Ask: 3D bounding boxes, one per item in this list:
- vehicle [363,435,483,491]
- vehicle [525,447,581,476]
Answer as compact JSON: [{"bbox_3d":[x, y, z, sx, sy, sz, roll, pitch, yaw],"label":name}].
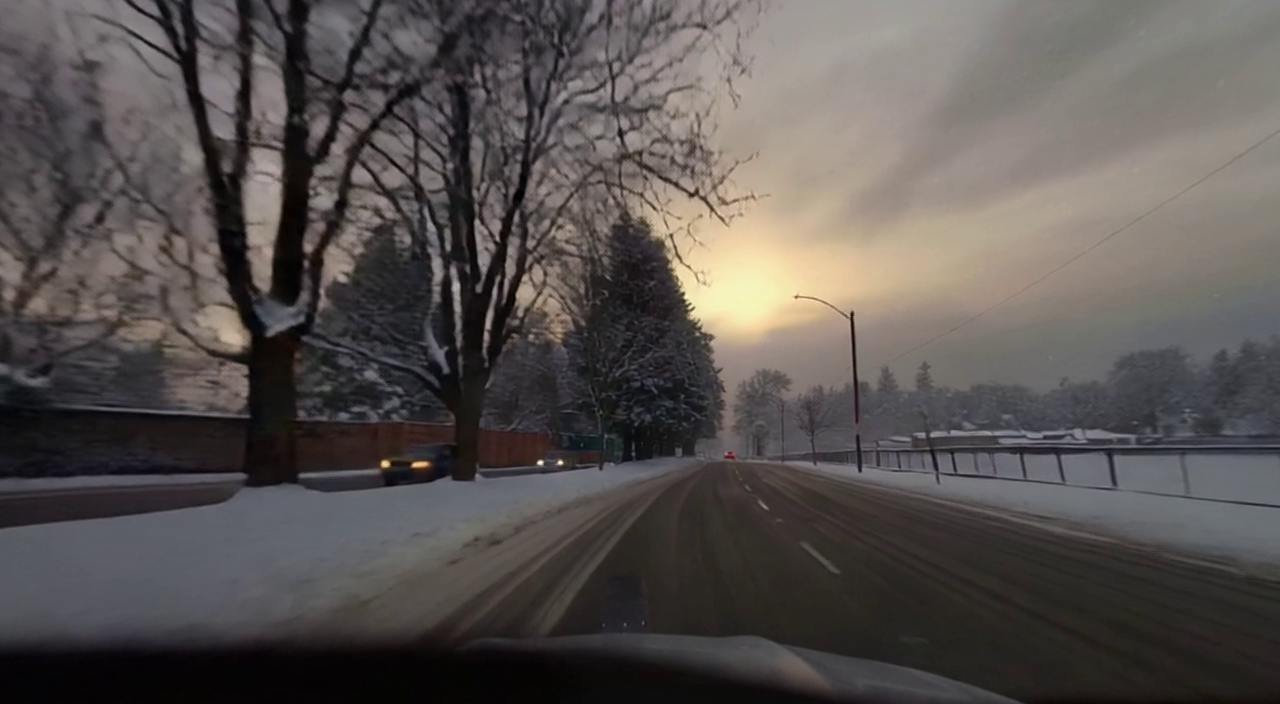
[{"bbox_3d":[-7.755,4.017,23.208,2.276,1.805,4.984,-2,-9,5],"label":"vehicle"},{"bbox_3d":[-5.435,6.911,40.000,2.261,1.655,4.613,-2,-9,9],"label":"vehicle"}]
